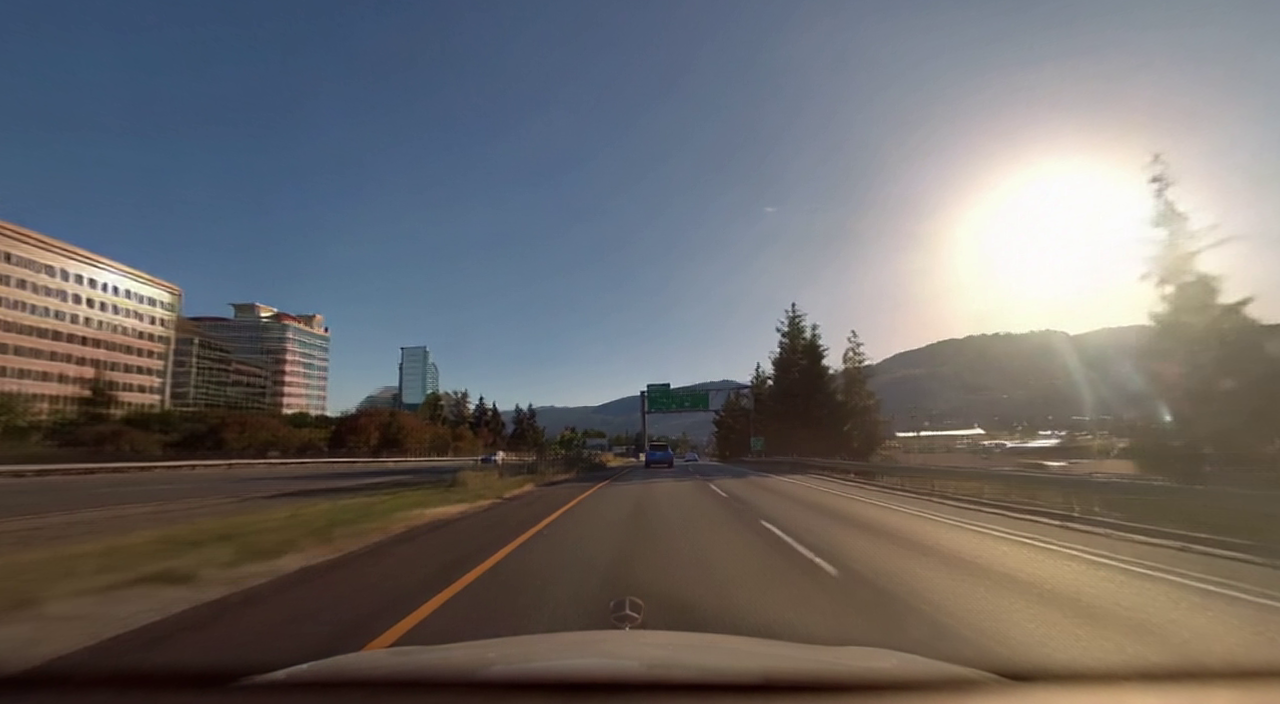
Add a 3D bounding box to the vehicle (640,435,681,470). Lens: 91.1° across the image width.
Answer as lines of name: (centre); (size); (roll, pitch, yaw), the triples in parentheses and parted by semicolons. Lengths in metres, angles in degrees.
vehicle: (1.353, 6.623, 41.438); (2.546, 2.126, 5.153); (0, -8, 2)
